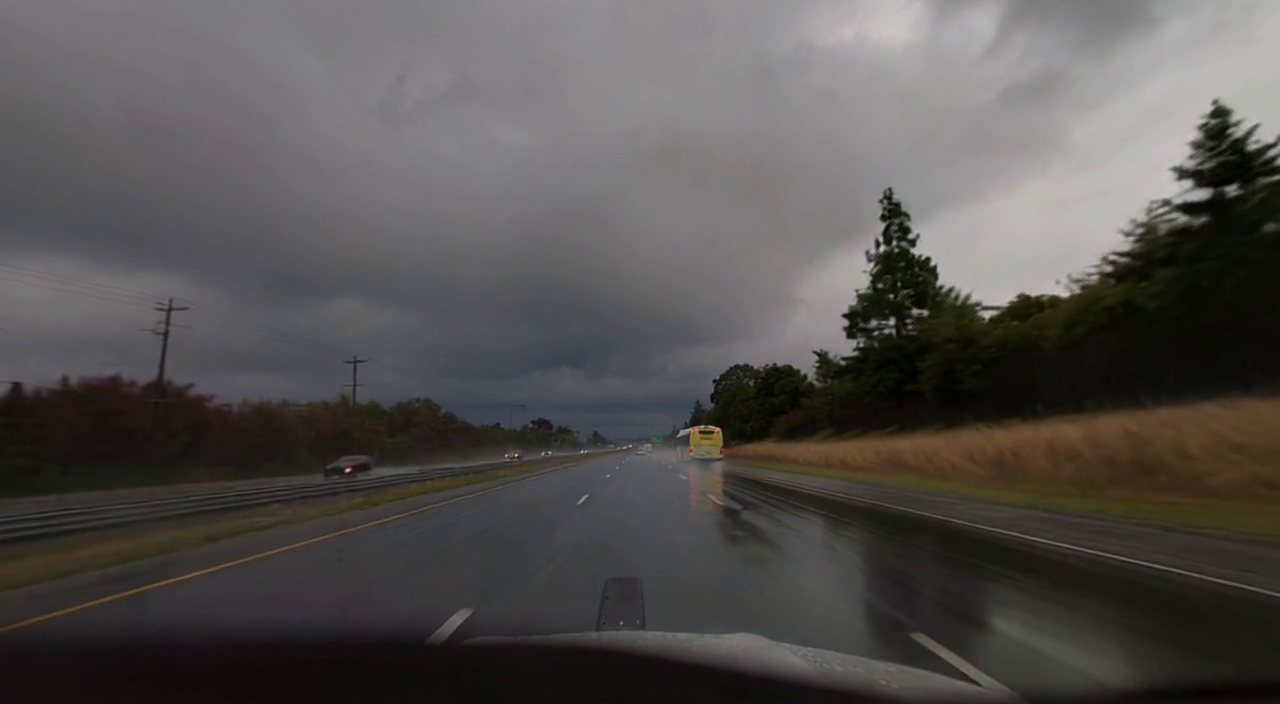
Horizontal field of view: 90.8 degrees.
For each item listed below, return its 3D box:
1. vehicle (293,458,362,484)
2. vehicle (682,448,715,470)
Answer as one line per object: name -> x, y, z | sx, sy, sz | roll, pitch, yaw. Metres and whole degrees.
vehicle -> -19.874, 7.569, 40.355 | 1.992, 1.434, 4.625 | 0, -9, 1
vehicle -> 4.216, 7.803, 46.150 | 1.934, 1.498, 3.838 | 0, -9, -2
